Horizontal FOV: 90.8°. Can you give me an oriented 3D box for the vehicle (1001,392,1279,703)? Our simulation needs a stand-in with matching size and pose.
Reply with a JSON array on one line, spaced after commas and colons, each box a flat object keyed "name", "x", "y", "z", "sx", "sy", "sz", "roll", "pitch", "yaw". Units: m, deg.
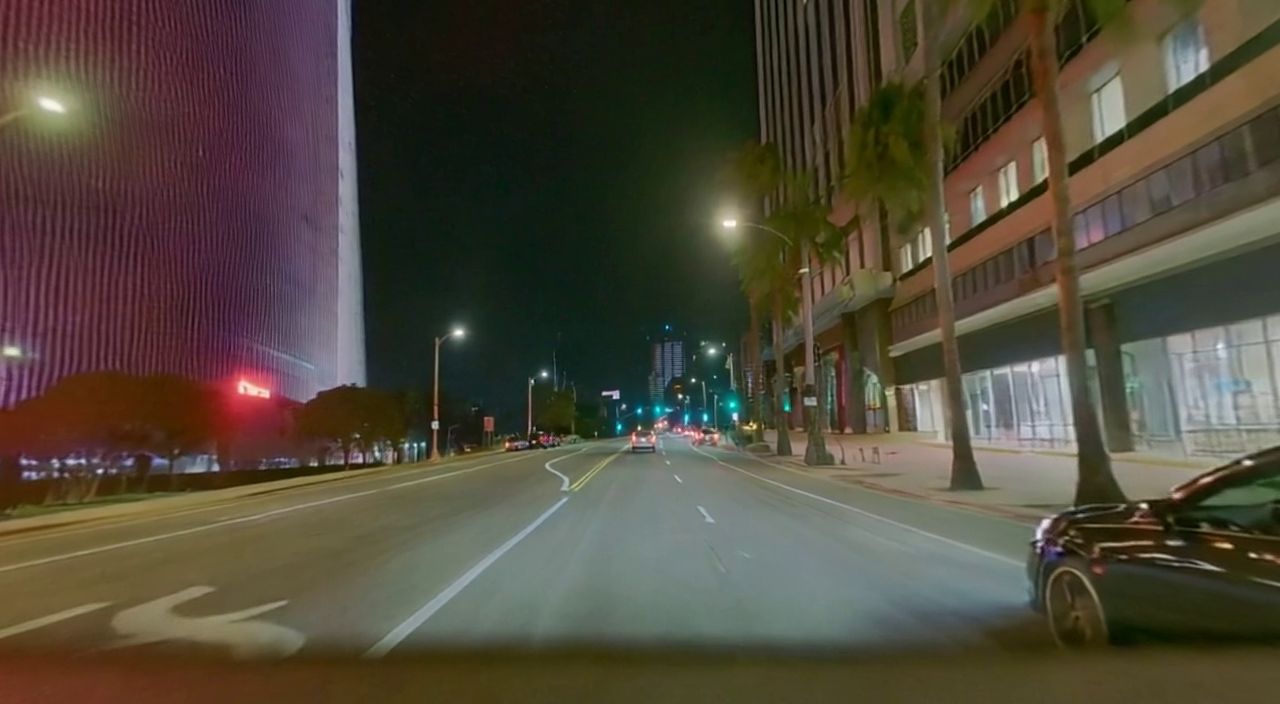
[{"name": "vehicle", "x": 3.218, "y": 0.780, "z": 1.519, "sx": 1.990, "sy": 1.476, "sz": 4.491, "roll": 0, "pitch": -9, "yaw": -1}]
